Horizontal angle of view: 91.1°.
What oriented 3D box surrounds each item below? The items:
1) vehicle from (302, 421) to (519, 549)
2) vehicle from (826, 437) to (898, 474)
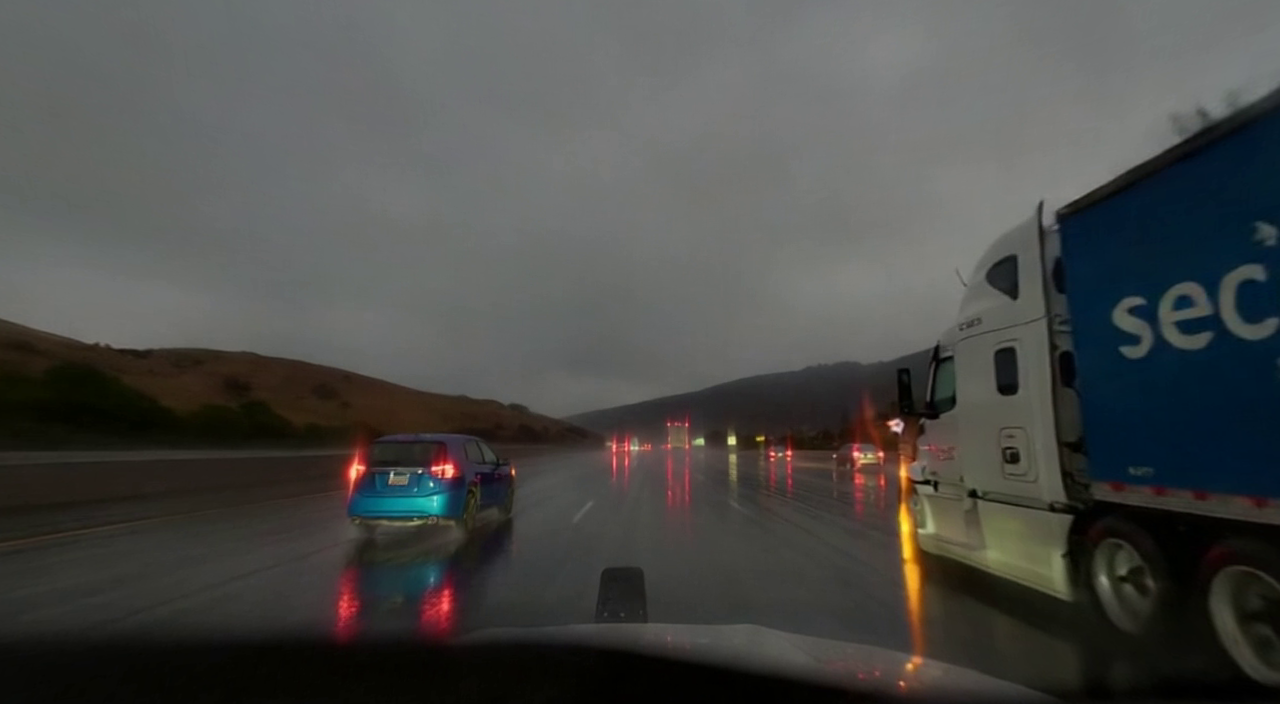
[{"bbox_3d":[-3.303,1.987,10.009,1.967,1.615,3.886,0,-8,0],"label":"vehicle"},{"bbox_3d":[11.292,5.296,32.308,2.062,1.736,4.589,0,-8,0],"label":"vehicle"}]
